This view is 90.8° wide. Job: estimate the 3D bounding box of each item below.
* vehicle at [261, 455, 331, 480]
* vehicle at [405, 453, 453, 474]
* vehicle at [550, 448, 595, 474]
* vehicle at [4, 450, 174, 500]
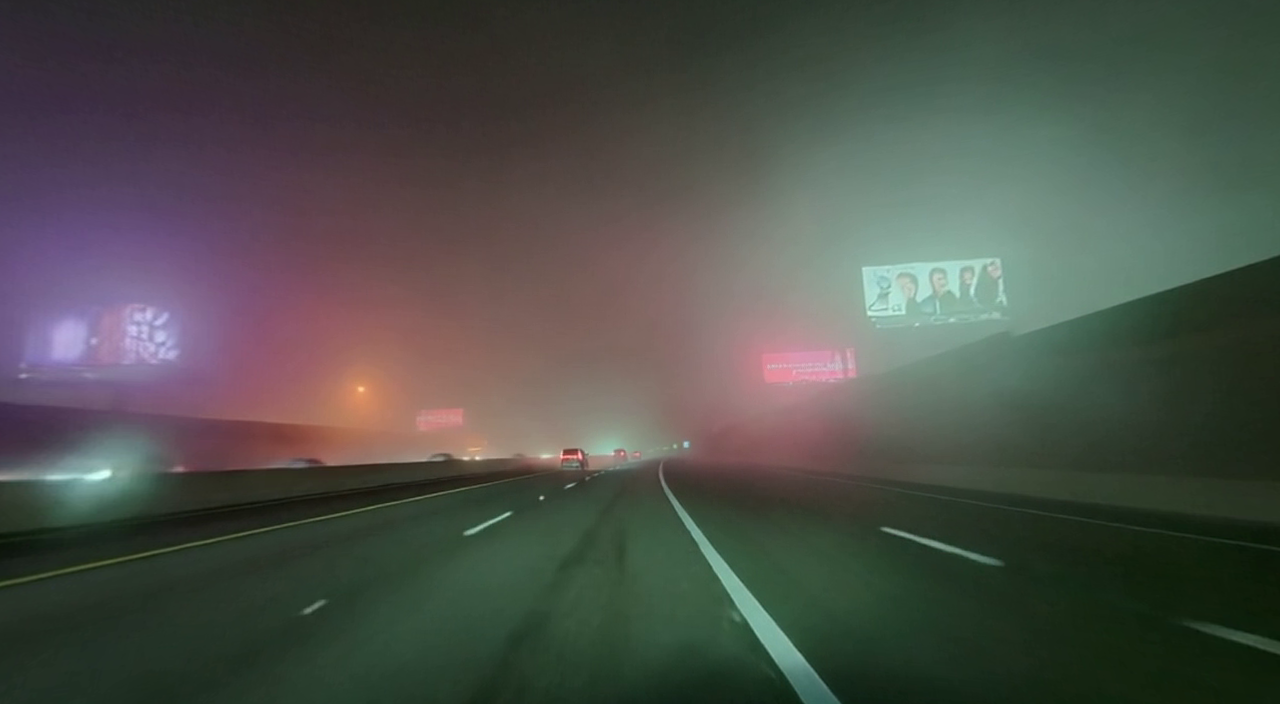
[{"bbox_3d":[-21.783,7.313,40.181,1.812,1.450,4.503,0,-9,1],"label":"vehicle"},{"bbox_3d":[-14.993,7.914,45.058,2.001,1.437,3.855,0,-9,1],"label":"vehicle"},{"bbox_3d":[-4.049,6.629,38.700,2.078,1.457,4.648,0,-9,2],"label":"vehicle"},{"bbox_3d":[-18.763,4.170,21.872,1.851,1.499,4.488,0,-9,0],"label":"vehicle"}]
